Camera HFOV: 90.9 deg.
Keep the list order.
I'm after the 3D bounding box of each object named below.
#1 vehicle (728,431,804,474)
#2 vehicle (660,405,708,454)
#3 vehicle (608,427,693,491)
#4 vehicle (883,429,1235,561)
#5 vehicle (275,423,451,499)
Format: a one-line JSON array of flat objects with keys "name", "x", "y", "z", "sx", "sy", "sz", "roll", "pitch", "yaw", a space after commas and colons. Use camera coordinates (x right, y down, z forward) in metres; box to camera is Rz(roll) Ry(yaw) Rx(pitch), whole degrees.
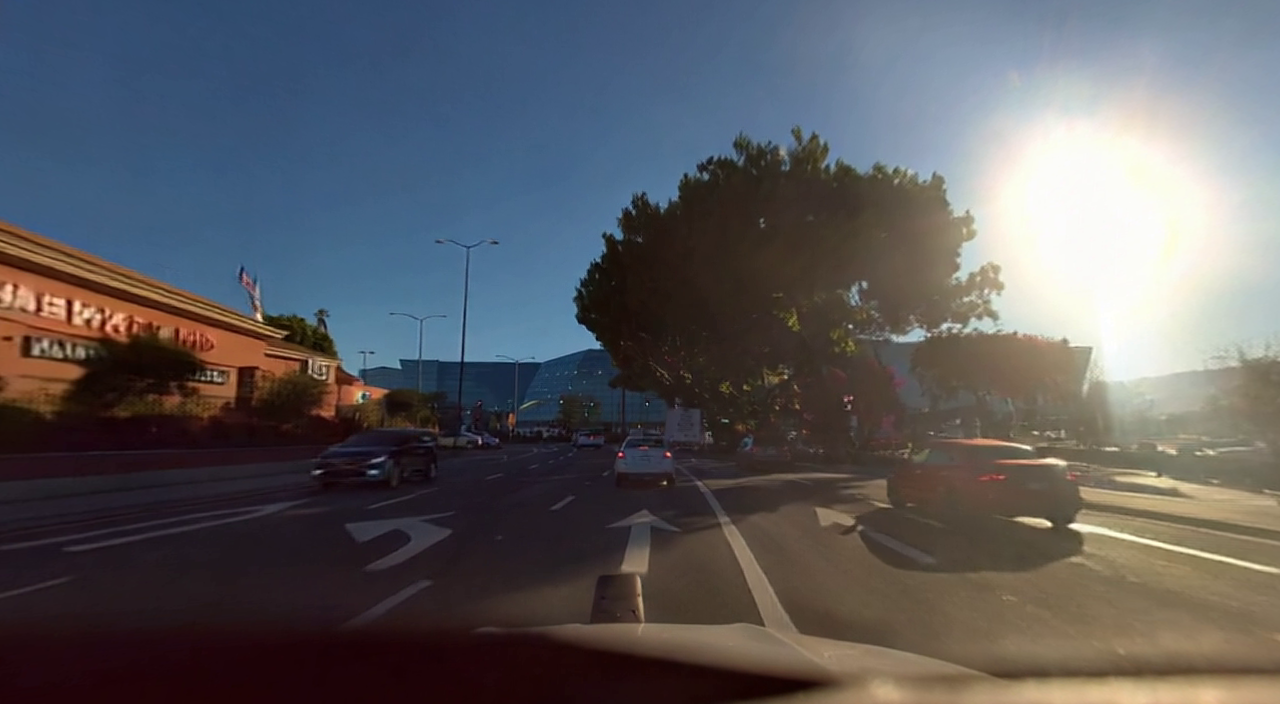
[{"name": "vehicle", "x": 4.651, "y": 3.746, "z": 23.785, "sx": 1.889, "sy": 1.480, "sz": 3.876, "roll": 1, "pitch": -8, "yaw": -3}, {"name": "vehicle", "x": 3.242, "y": 5.986, "z": 48.354, "sx": 2.917, "sy": 3.482, "sz": 6.946, "roll": 0, "pitch": -8, "yaw": -2}, {"name": "vehicle", "x": 0.279, "y": 2.734, "z": 16.517, "sx": 1.991, "sy": 1.472, "sz": 3.518, "roll": 0, "pitch": -8, "yaw": 1}, {"name": "vehicle", "x": 5.564, "y": 1.901, "z": 9.423, "sx": 2.081, "sy": 1.434, "sz": 4.833, "roll": 0, "pitch": -8, "yaw": 2}, {"name": "vehicle", "x": -6.198, "y": 2.466, "z": 14.815, "sx": 1.980, "sy": 1.499, "sz": 4.417, "roll": 0, "pitch": -8, "yaw": 2}]
